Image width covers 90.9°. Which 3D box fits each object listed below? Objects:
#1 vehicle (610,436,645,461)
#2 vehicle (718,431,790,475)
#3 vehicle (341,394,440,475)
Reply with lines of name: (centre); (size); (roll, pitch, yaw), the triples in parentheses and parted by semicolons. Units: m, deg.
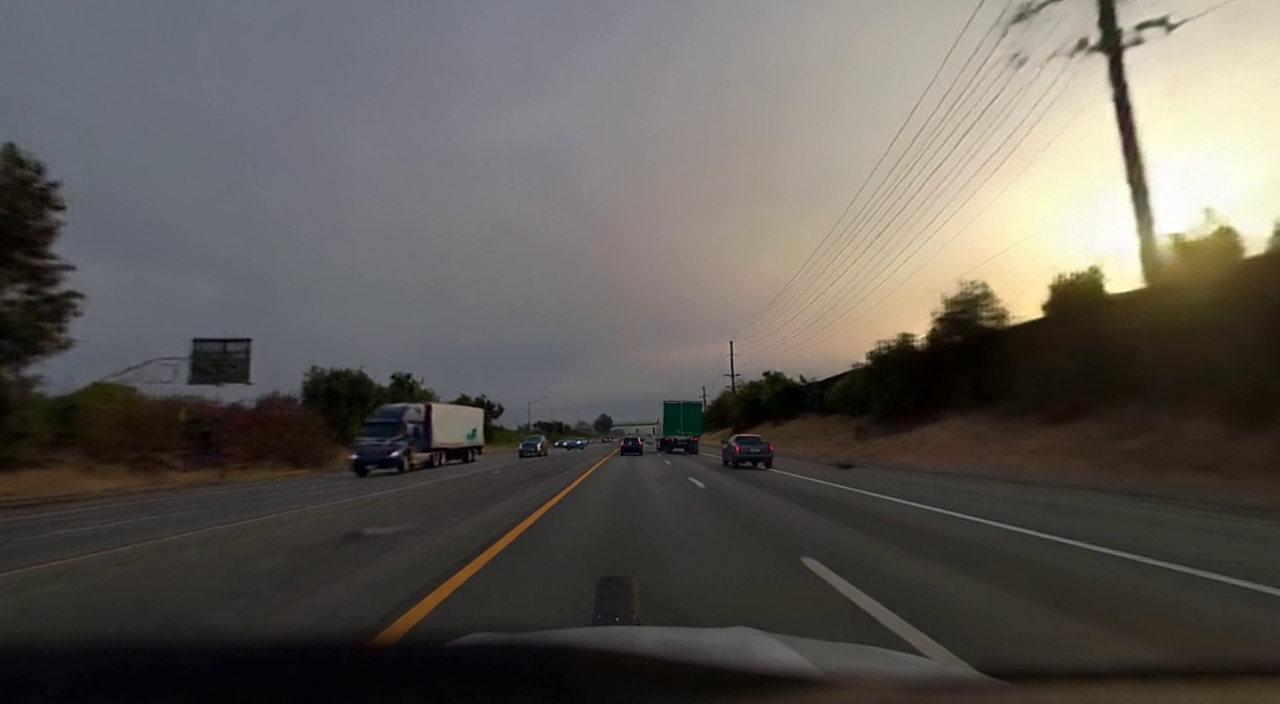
vehicle: (-0.797, 6.205, 40.746); (2.163, 1.466, 3.693); (0, -8, -1)
vehicle: (4.331, 3.883, 24.534); (1.930, 1.573, 3.853); (0, -8, -2)
vehicle: (-13.787, 4.630, 35.466); (3.005, 4.138, 6.065); (0, -8, -1)
